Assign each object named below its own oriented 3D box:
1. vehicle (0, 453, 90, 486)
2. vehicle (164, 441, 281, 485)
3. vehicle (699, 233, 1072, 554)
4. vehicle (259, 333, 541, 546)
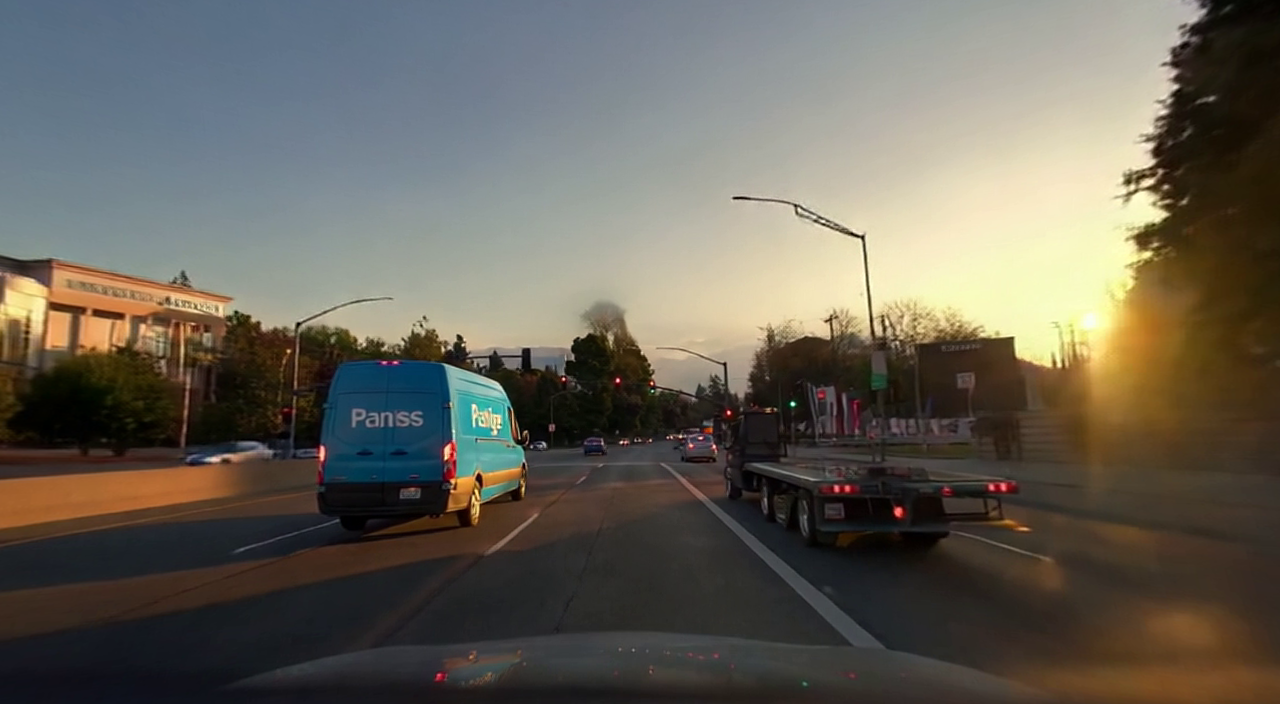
[{"bbox_3d":[-31.326,5.915,31.865,4.955,1.514,1.973,3,-9,-29],"label":"vehicle"},{"bbox_3d":[-18.475,4.911,28.302,2.036,1.742,4.756,0,-9,-1],"label":"vehicle"},{"bbox_3d":[3.083,1.130,11.806,2.861,3.525,9.858,0,-9,-1],"label":"vehicle"},{"bbox_3d":[-3.631,1.611,11.551,2.443,2.784,6.493,0,-9,1],"label":"vehicle"}]
